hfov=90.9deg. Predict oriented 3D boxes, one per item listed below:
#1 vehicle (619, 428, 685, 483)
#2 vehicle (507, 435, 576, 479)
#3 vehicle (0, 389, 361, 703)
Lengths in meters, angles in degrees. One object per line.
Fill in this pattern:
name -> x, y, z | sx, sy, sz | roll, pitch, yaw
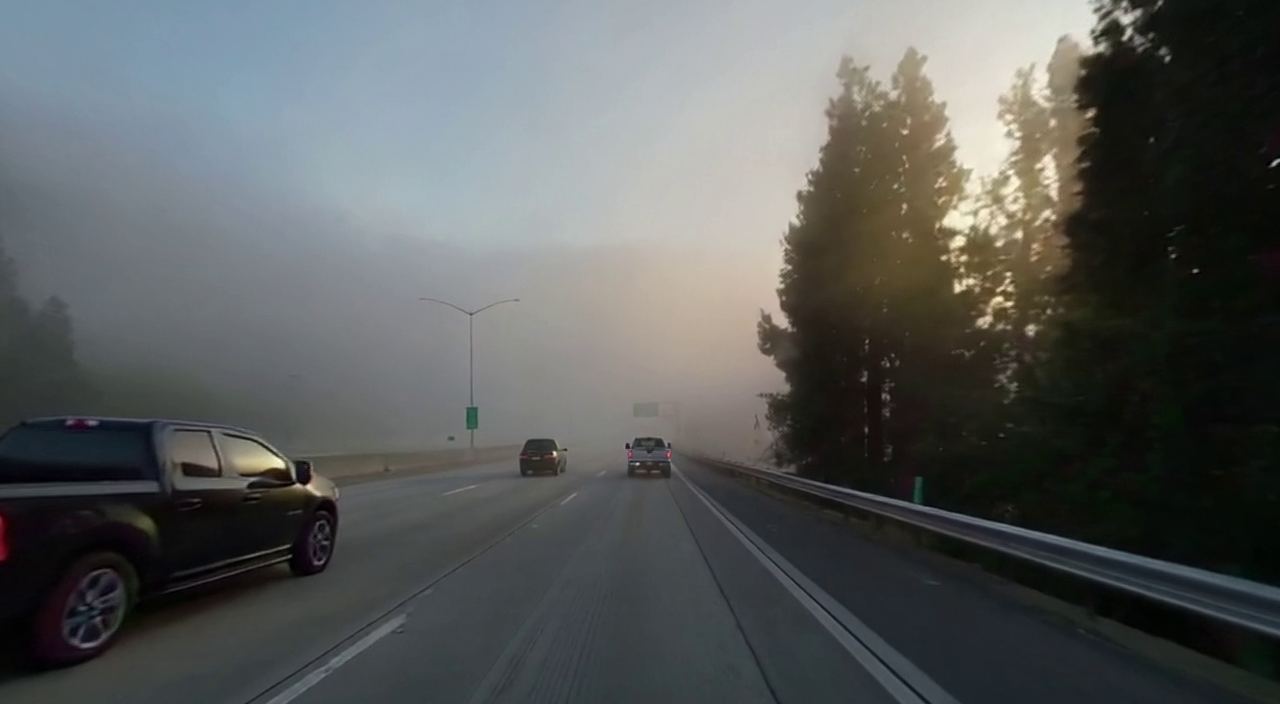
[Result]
vehicle -> 0.421, 3.890, 24.002 | 2.229, 1.837, 5.387 | 0, -8, 0
vehicle -> -3.972, 4.296, 26.090 | 2.106, 1.651, 4.040 | -1, -8, 1
vehicle -> -3.972, 1.235, 4.627 | 1.959, 1.604, 4.065 | 0, -8, 0
